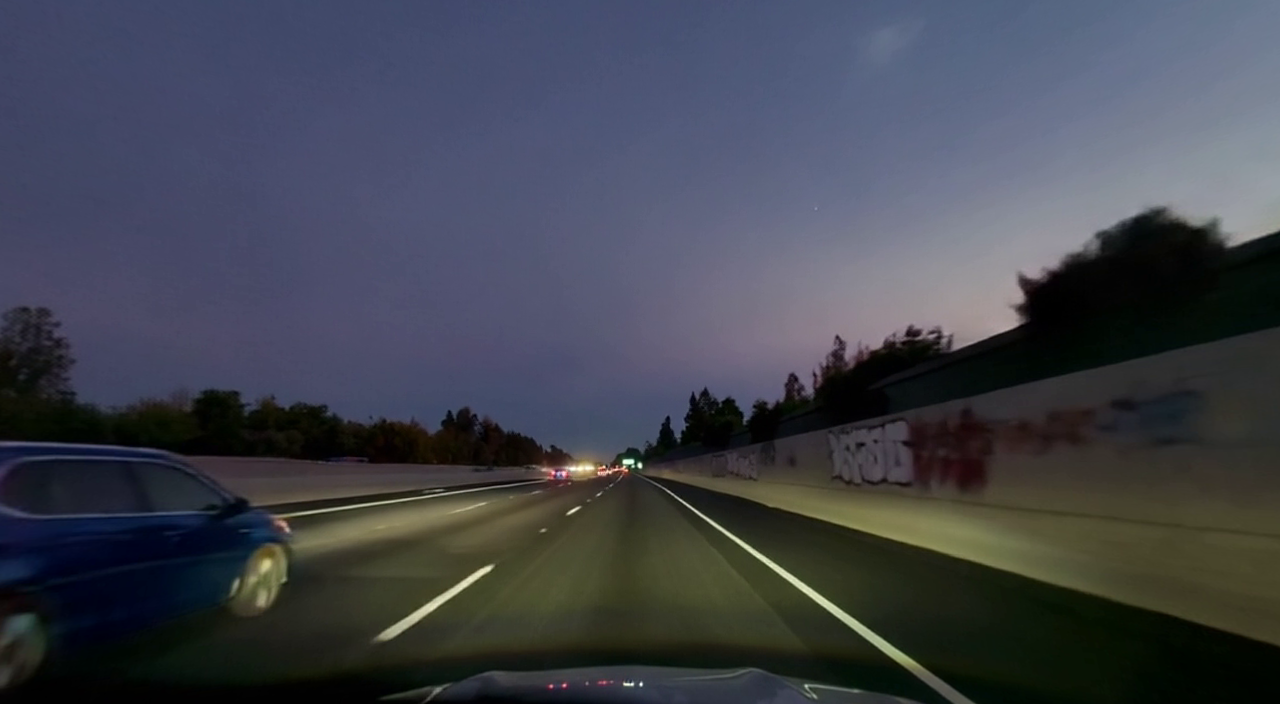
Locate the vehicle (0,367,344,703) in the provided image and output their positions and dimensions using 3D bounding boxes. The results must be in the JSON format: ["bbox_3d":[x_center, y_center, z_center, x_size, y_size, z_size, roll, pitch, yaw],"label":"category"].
[{"bbox_3d":[-3.916,1.075,3.644,2.173,1.696,4.462,1,-10,0],"label":"vehicle"}]
